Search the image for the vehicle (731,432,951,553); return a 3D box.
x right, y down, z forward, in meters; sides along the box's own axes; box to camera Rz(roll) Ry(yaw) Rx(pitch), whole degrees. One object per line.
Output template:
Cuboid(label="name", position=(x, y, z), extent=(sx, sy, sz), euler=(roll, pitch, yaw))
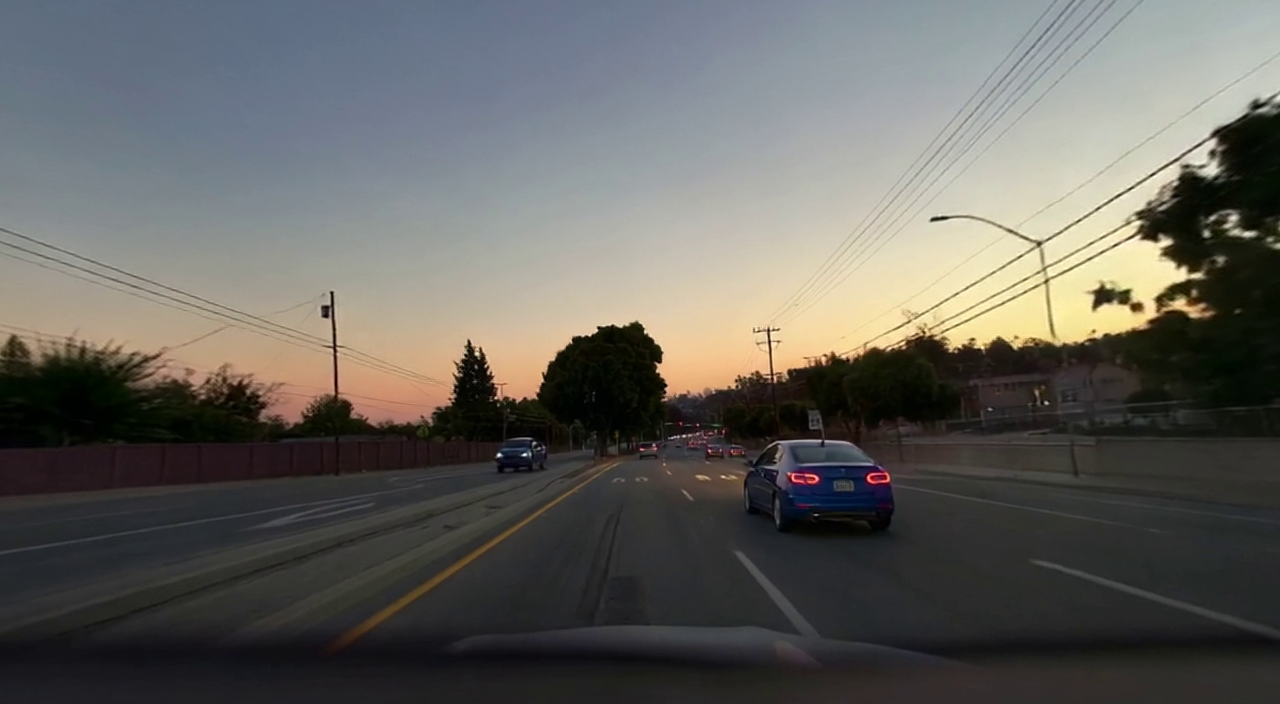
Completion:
Cuboid(label="vehicle", position=(2.802, 2.045, 9.970), extent=(2.063, 1.481, 4.247), euler=(0, -8, 0))

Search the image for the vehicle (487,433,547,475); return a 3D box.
Cuboid(label="vehicle", position=(-5.901, 4.935, 30.702), extent=(1.983, 1.882, 4.281), euler=(0, -8, 1))
